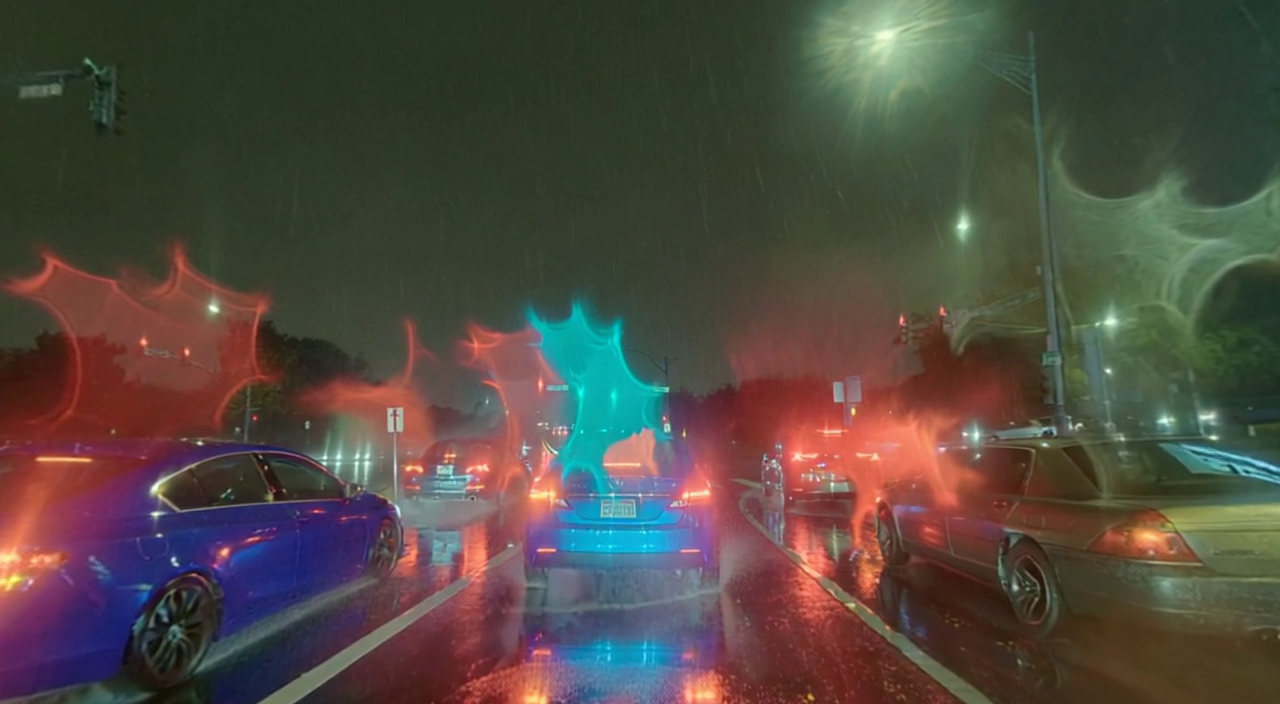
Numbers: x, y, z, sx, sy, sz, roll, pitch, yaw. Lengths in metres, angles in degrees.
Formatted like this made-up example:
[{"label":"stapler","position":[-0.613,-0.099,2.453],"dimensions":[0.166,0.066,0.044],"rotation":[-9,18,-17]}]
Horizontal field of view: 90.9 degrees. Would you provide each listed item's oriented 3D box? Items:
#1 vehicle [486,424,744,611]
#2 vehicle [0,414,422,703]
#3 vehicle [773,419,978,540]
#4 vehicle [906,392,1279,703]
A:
[{"label":"vehicle","position":[-0.188,1.625,7.111],"dimensions":[2.059,1.477,3.988],"rotation":[0,-8,0]},{"label":"vehicle","position":[-3.413,1.302,4.714],"dimensions":[1.980,1.454,4.226],"rotation":[0,-8,1]},{"label":"vehicle","position":[3.758,2.106,11.028],"dimensions":[2.007,1.683,4.171],"rotation":[0,-8,1]},{"label":"vehicle","position":[3.400,1.071,3.490],"dimensions":[1.981,1.499,4.536],"rotation":[0,-8,2]}]
